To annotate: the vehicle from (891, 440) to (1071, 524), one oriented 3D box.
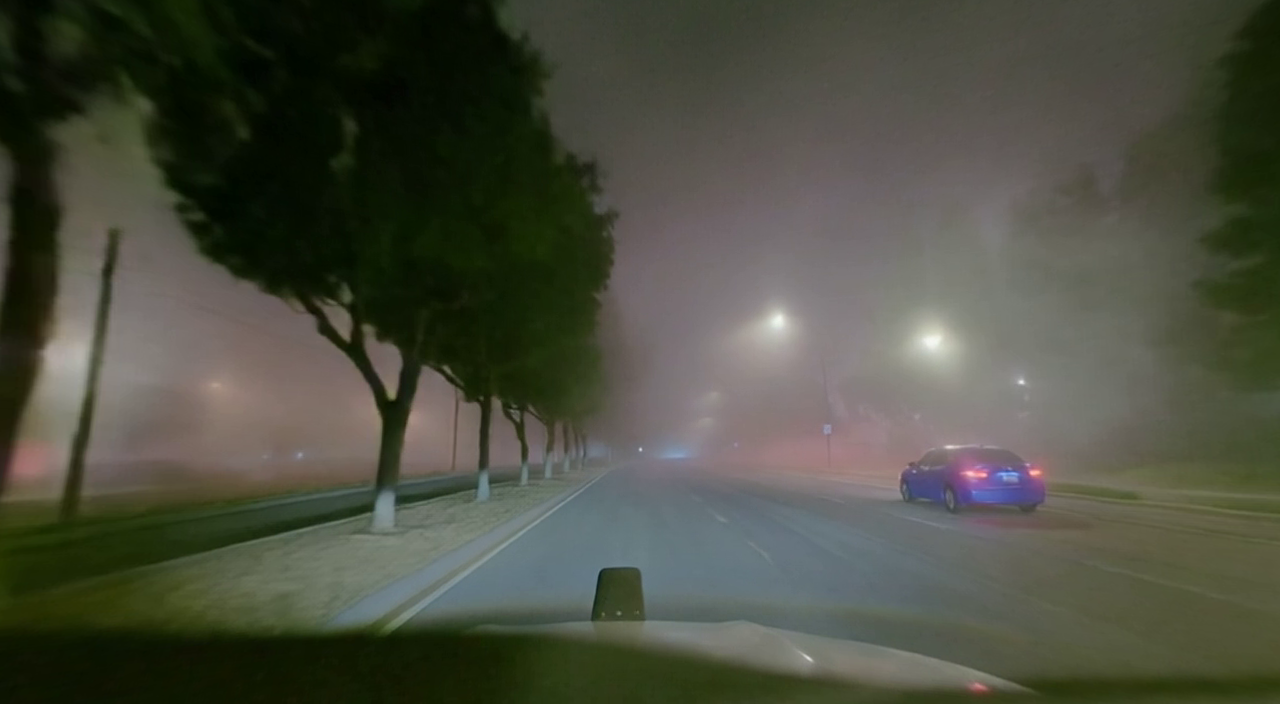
[{"bbox_3d":[6.908,2.637,13.259,1.797,1.518,3.433,0,-9,0],"label":"vehicle"}]
